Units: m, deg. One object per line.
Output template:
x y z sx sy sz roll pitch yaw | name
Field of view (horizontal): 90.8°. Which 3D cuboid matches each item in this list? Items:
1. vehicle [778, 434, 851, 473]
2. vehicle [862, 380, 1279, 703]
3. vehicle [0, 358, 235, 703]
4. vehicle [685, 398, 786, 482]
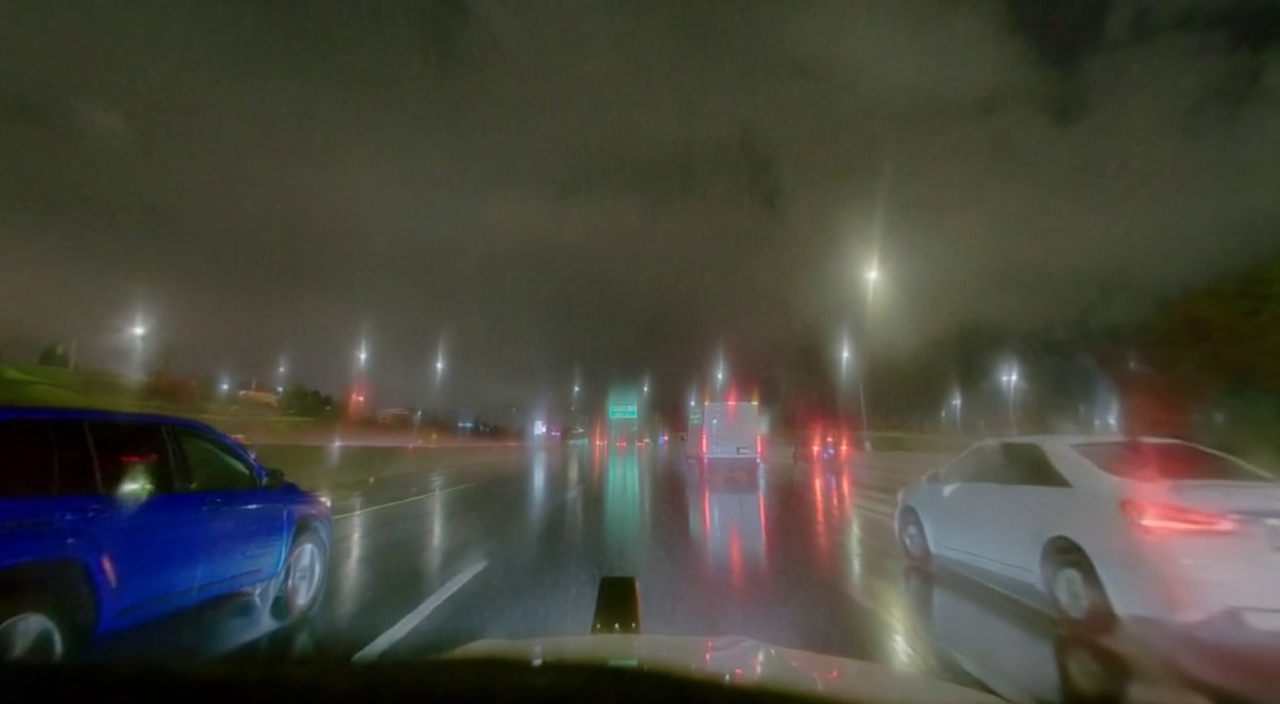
7.726 4.554 28.479 1.978 1.621 4.320 0 -8 -1 | vehicle
3.597 1.171 4.532 2.108 1.509 5.059 0 -8 -1 | vehicle
-3.861 0.778 2.274 2.000 1.646 4.201 0 -8 0 | vehicle
3.323 3.330 23.797 2.629 2.718 6.740 0 -8 -1 | vehicle
